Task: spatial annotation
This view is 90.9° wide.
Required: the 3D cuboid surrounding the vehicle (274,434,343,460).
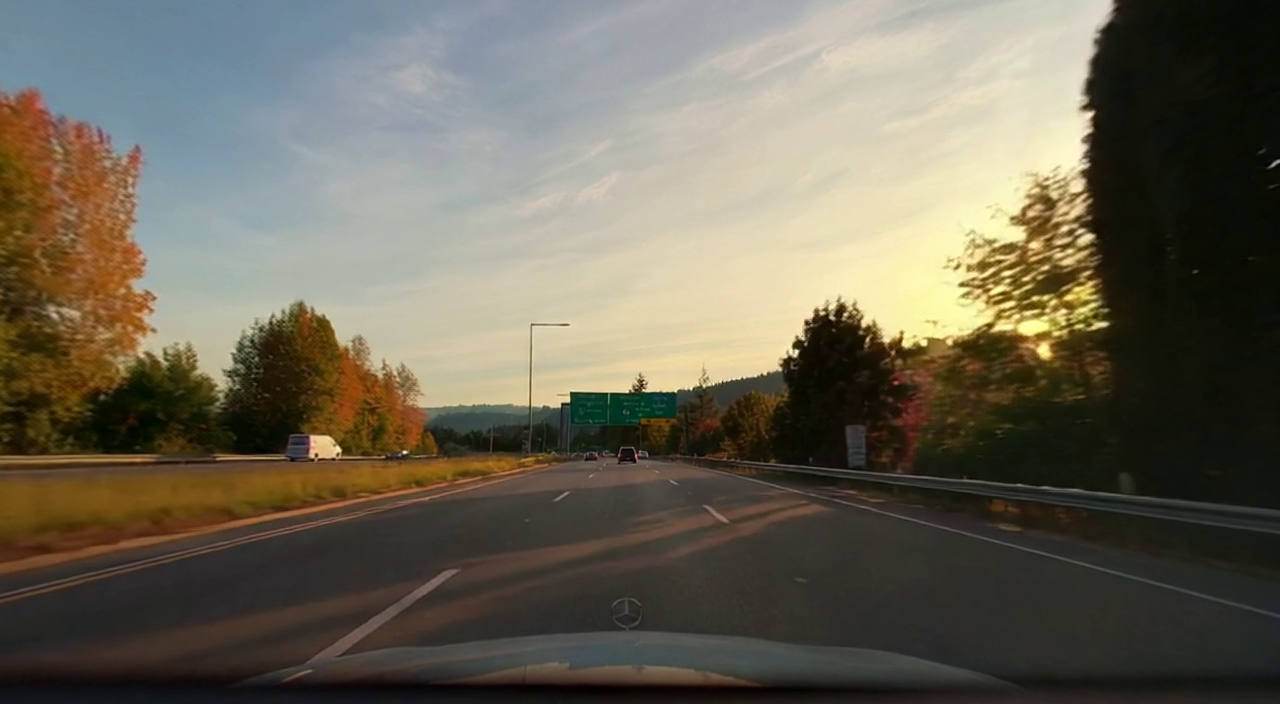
[{"bbox_3d":[-19.616,5.648,37.519,1.901,1.465,4.173,0,-9,-1],"label":"vehicle"}]
